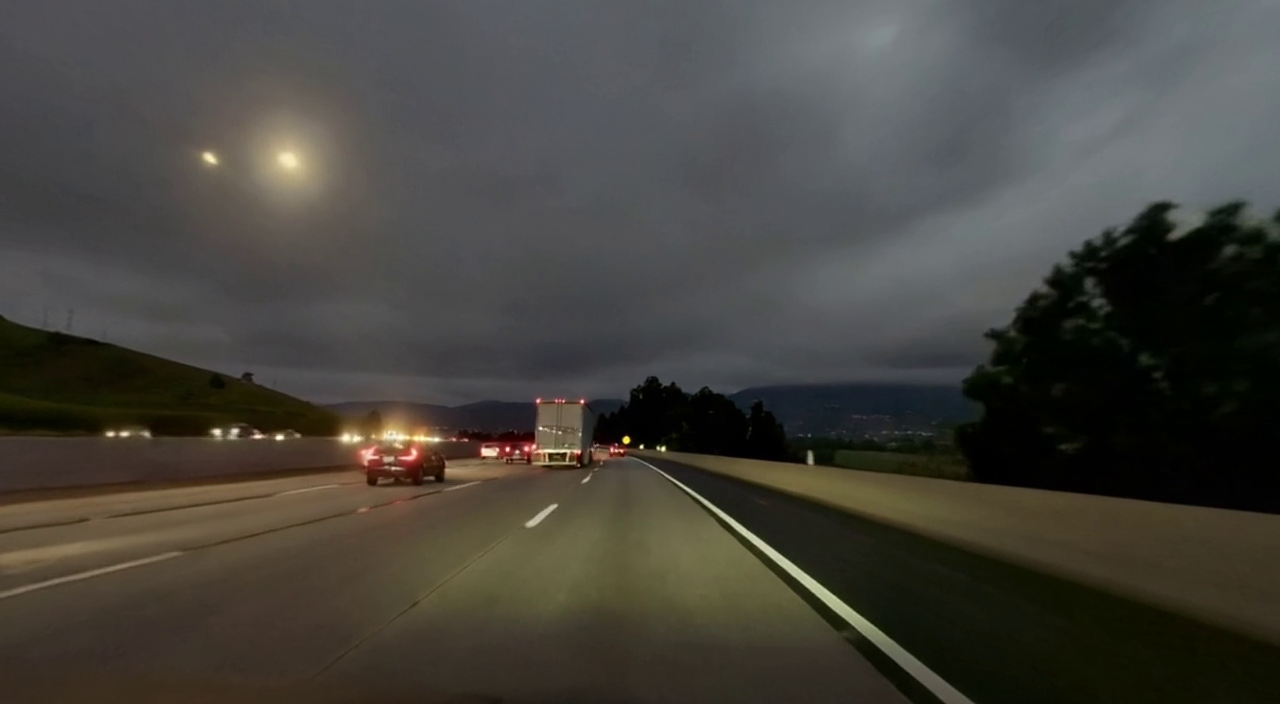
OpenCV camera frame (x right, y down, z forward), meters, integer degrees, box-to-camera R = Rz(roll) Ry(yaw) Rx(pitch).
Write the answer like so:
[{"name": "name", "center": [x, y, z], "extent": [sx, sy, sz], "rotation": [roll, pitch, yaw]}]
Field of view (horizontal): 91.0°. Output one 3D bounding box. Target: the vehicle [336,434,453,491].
[{"name": "vehicle", "center": [-8.040, 3.670, 21.198], "extent": [2.099, 1.644, 4.638], "rotation": [1, -9, 0]}]

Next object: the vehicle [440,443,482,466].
[{"name": "vehicle", "center": [-12.644, 7.282, 44.791], "extent": [1.817, 1.479, 4.409], "rotation": [1, -9, -1]}]

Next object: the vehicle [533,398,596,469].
[{"name": "vehicle", "center": [-4.803, 5.723, 42.909], "extent": [2.880, 4.025, 14.064], "rotation": [1, -9, -1]}]
